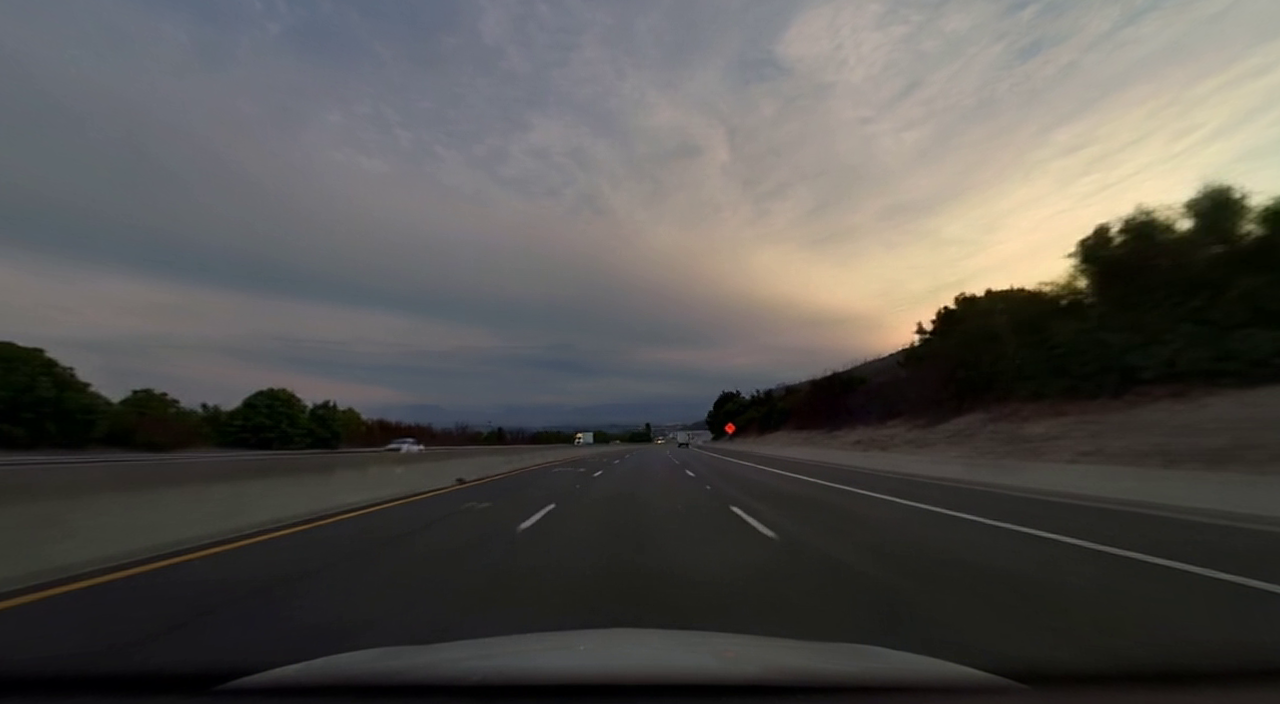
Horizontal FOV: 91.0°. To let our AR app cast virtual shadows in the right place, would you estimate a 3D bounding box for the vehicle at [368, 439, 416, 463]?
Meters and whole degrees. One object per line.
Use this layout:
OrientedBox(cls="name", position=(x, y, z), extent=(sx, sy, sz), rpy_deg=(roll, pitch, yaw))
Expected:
OrientedBox(cls="vehicle", position=(-19.322, 7.700, 49.209), extent=(1.910, 1.779, 4.264), rpy_deg=(-1, -8, 1))
